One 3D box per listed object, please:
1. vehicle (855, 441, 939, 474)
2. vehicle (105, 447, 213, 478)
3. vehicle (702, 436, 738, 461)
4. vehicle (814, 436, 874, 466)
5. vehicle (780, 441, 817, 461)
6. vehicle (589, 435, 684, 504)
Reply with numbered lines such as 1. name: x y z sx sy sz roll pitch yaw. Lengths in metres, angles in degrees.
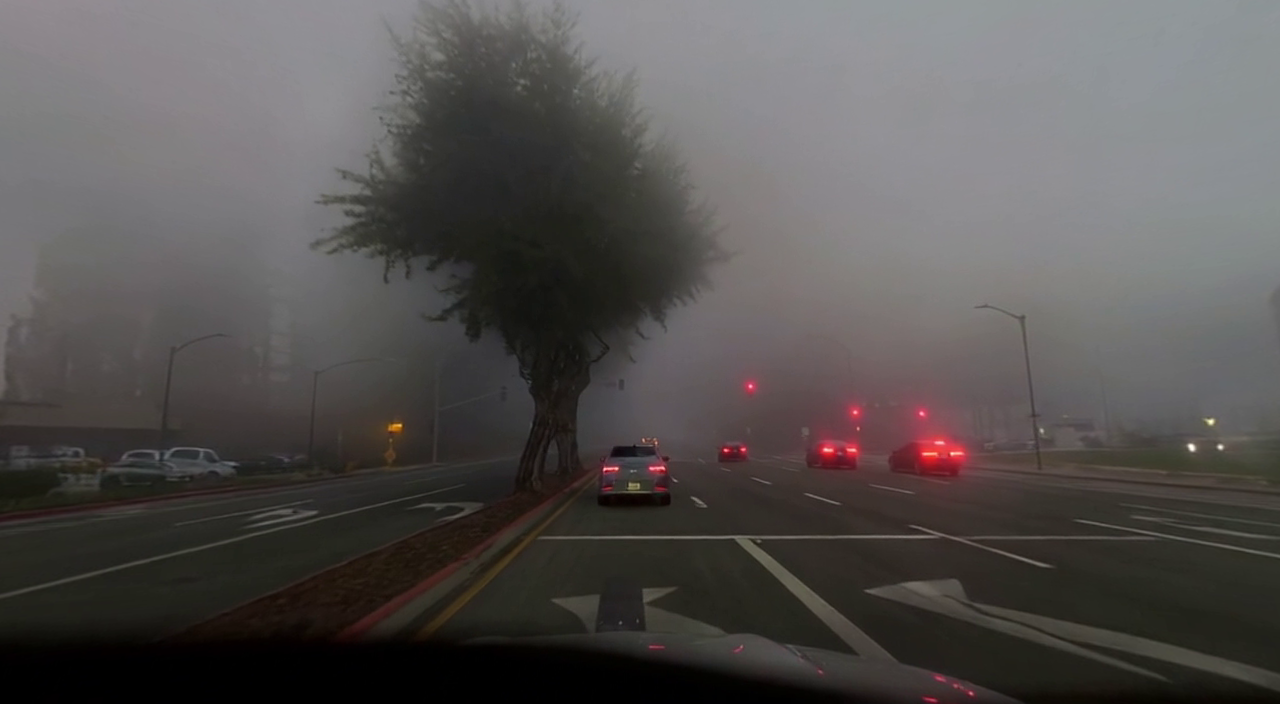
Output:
1. vehicle: 12.417 5.127 30.871 2.059 1.482 4.568 0 -9 -2
2. vehicle: -29.544 6.758 39.011 4.758 1.809 2.114 4 -9 -22
3. vehicle: 5.883 7.194 47.016 1.957 1.755 4.331 0 -9 -1
4. vehicle: 12.874 6.311 40.265 1.981 1.746 5.375 0 -9 -1
5. vehicle: 12.507 7.816 49.935 1.837 1.524 3.800 0 -9 -2
6. vehicle: -0.116 2.854 15.782 2.064 1.477 3.968 0 -9 -1
